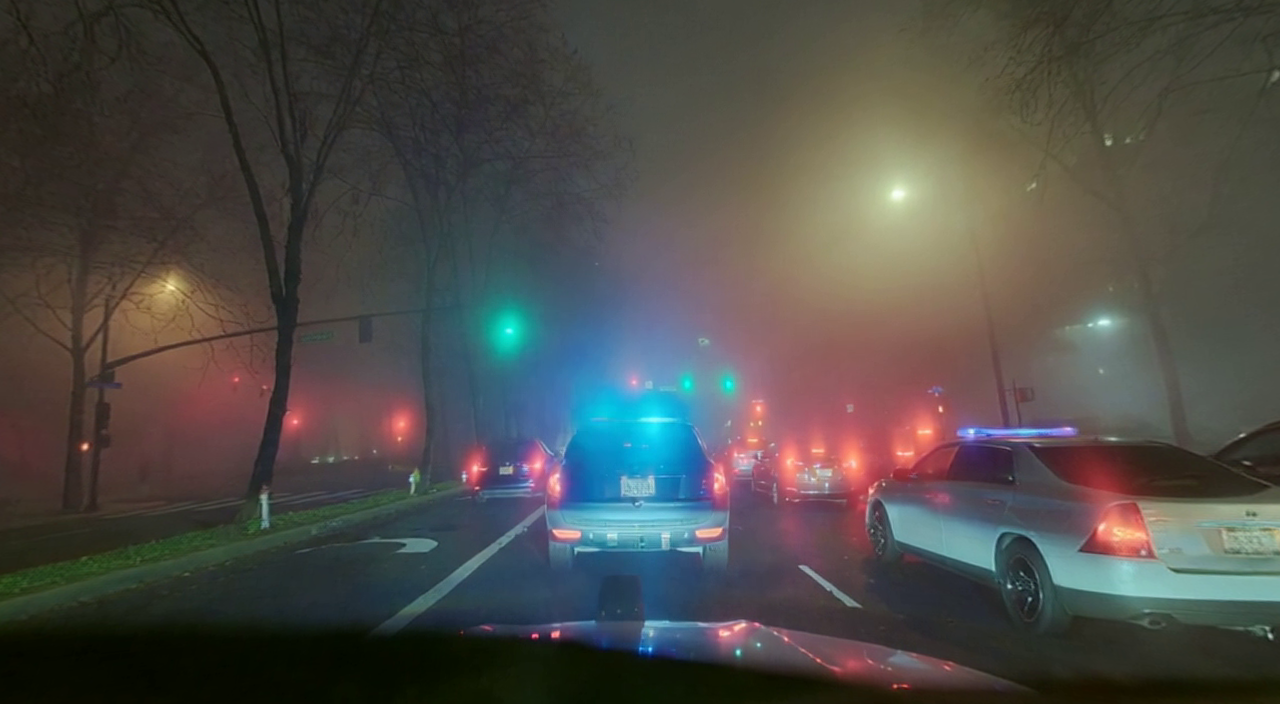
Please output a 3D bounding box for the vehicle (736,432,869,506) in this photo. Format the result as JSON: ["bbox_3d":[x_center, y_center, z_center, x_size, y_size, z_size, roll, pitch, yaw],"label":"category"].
[{"bbox_3d":[3.639,2.702,15.052,1.940,1.474,4.234,0,-8,-1],"label":"vehicle"}]

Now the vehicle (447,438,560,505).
[{"bbox_3d":[-3.315,2.984,16.210,1.913,1.464,4.276,0,-8,0],"label":"vehicle"}]

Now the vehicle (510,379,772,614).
[{"bbox_3d":[-0.041,1.453,7.261,2.038,1.819,4.505,0,-8,-1],"label":"vehicle"}]

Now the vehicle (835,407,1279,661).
[{"bbox_3d":[3.639,1.407,6.063,1.995,1.483,4.533,0,-8,-1],"label":"vehicle"}]
